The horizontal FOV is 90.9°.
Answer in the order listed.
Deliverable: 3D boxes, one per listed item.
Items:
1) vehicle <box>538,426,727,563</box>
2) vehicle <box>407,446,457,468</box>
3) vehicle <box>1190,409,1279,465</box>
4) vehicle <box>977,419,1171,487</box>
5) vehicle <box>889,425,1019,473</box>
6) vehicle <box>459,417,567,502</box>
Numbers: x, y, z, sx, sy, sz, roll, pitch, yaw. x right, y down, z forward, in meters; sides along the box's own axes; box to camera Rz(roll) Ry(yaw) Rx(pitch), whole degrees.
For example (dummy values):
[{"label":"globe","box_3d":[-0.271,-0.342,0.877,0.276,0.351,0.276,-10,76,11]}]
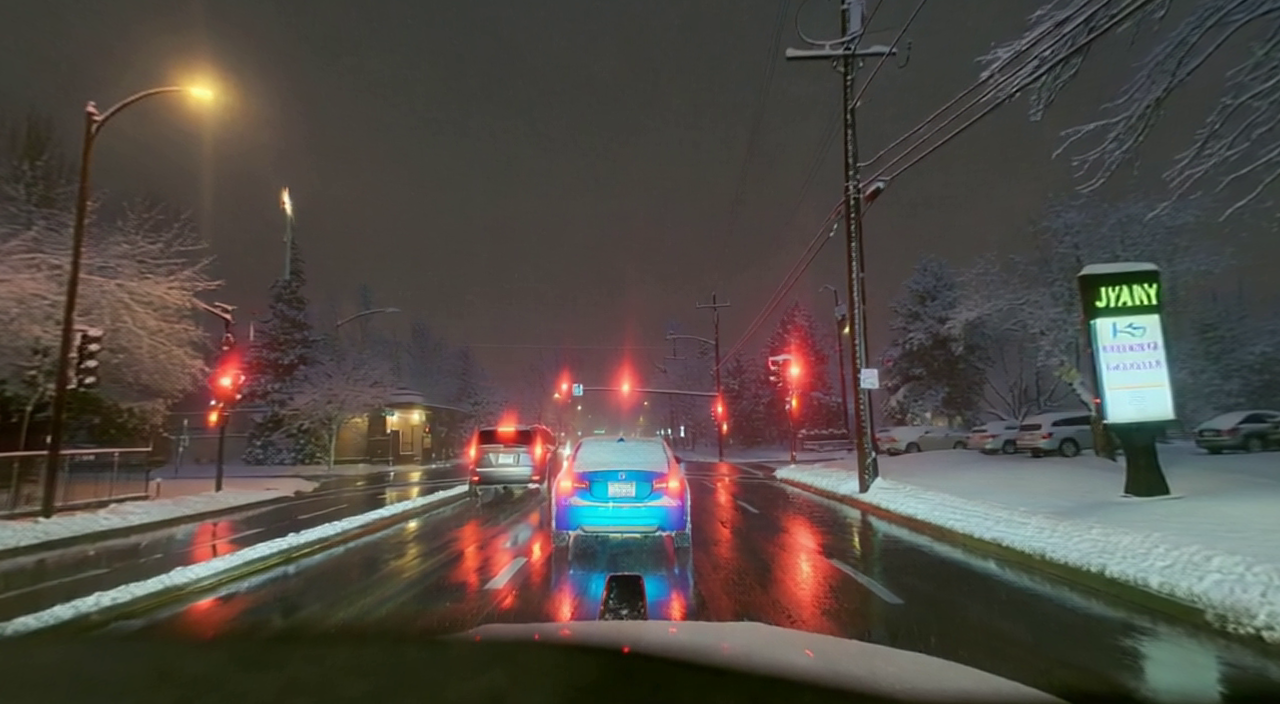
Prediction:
[{"label":"vehicle","box_3d":[-0.151,1.874,9.097,2.070,1.481,4.216,0,-8,-2]},{"label":"vehicle","box_3d":[-15.551,7.807,46.994,2.111,1.511,4.641,6,-10,-36]},{"label":"vehicle","box_3d":[18.720,2.550,18.809,4.446,1.511,1.977,4,-10,-29]},{"label":"vehicle","box_3d":[10.539,2.494,15.811,1.888,1.455,4.268,0,-8,1]},{"label":"vehicle","box_3d":[10.645,3.343,21.839,1.842,1.471,4.481,1,-8,-6]},{"label":"vehicle","box_3d":[-3.050,2.689,16.140,2.106,1.852,4.512,0,-8,-4]}]
